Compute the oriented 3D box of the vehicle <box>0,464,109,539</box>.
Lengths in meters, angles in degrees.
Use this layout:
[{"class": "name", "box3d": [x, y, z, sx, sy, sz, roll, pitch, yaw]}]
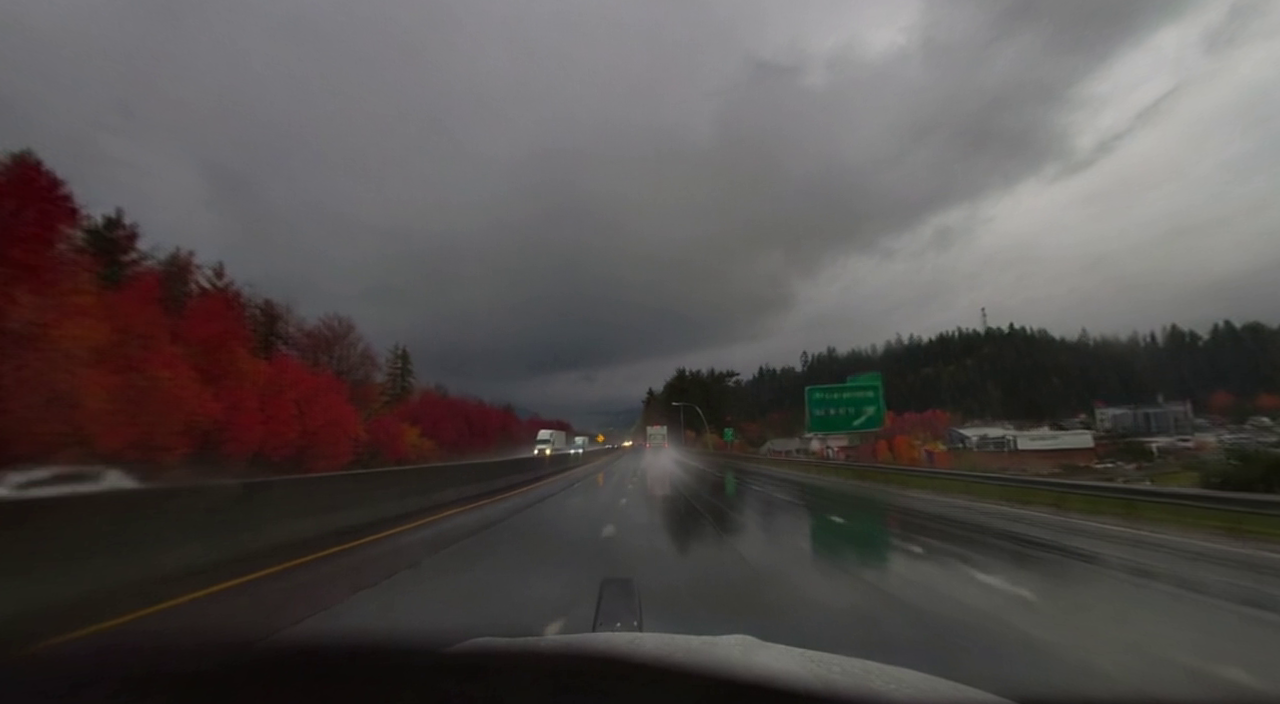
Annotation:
[{"class": "vehicle", "box3d": [-14.677, 3.363, 14.142, 1.808, 1.507, 3.965, -1, -9, 1]}]
